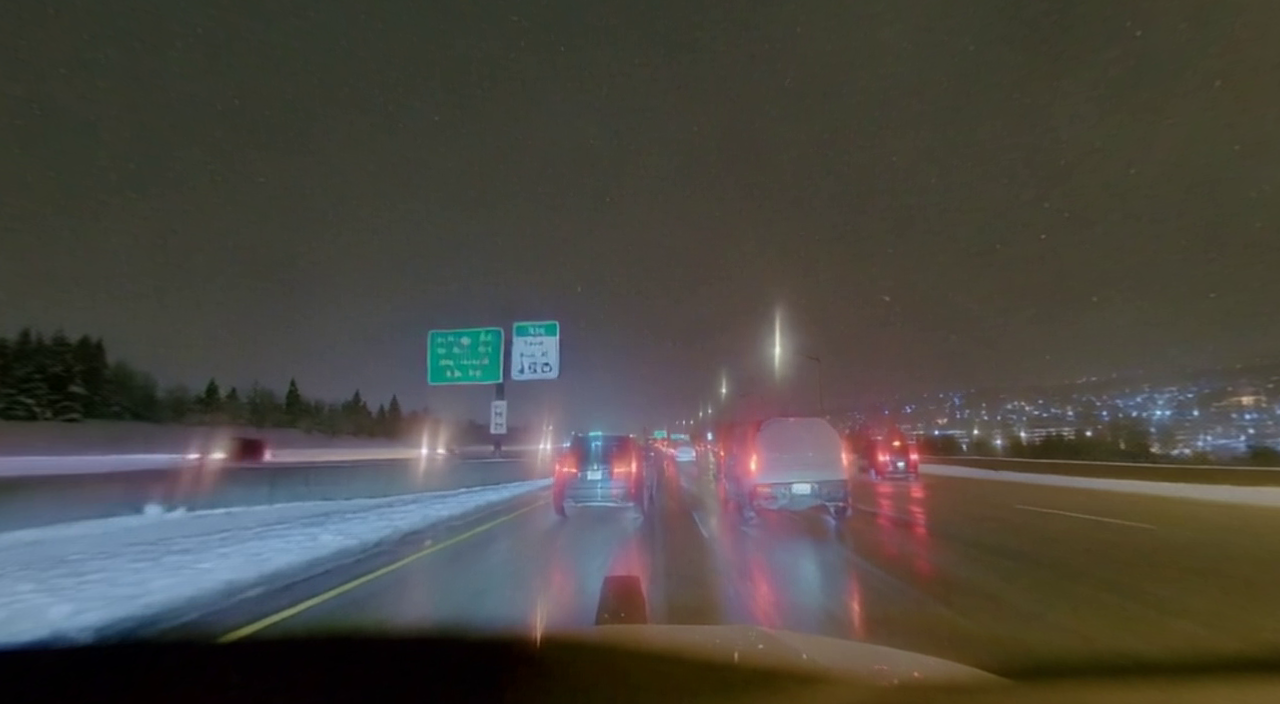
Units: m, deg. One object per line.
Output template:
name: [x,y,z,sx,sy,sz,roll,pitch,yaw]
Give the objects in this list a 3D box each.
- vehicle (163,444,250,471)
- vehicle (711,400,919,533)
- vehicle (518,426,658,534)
vehicle: [-26.555,6.451,38.673,1.918,1.541,4.690,0,-8,2]
vehicle: [3.073,2.207,12.834,2.732,2.065,5.826,0,-8,2]
vehicle: [-0.748,2.283,11.865,2.099,1.640,4.134,0,-8,3]
